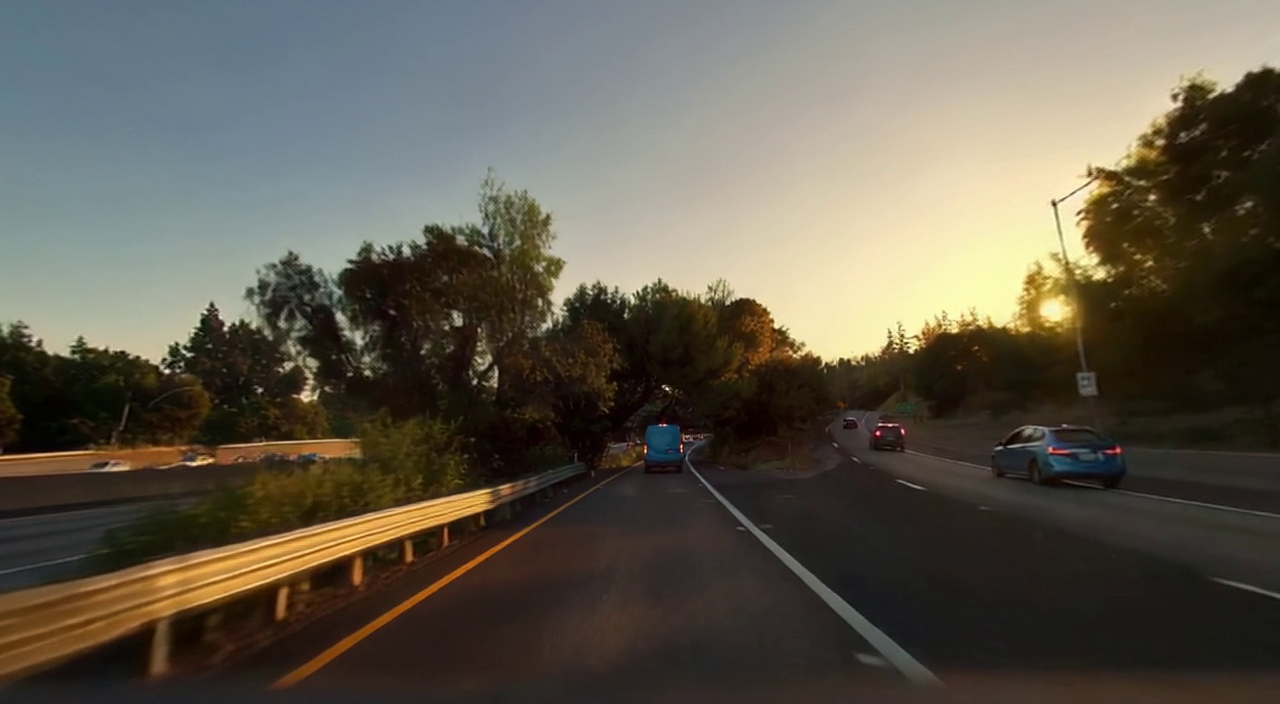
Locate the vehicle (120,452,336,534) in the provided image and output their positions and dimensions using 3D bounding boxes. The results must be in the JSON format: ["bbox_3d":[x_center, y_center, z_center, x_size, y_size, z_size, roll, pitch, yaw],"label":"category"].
[{"bbox_3d":[-9.247,3.142,14.726,1.896,1.543,4.429,-1,-8,3],"label":"vehicle"}]

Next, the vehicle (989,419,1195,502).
[{"bbox_3d":[10.492,2.548,15.212,2.098,1.654,4.637,-2,-8,9],"label":"vehicle"}]

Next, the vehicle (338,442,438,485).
[{"bbox_3d":[-12.771,5.661,32.598,2.298,1.964,6.364,-1,-8,3],"label":"vehicle"}]

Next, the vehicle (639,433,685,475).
[{"bbox_3d":[1.024,4.917,30.593,2.043,1.821,4.558,-1,-8,1],"label":"vehicle"}]

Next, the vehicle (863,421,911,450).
[{"bbox_3d":[16.672,5.697,42.834,2.167,1.798,4.838,-2,-8,12],"label":"vehicle"}]
